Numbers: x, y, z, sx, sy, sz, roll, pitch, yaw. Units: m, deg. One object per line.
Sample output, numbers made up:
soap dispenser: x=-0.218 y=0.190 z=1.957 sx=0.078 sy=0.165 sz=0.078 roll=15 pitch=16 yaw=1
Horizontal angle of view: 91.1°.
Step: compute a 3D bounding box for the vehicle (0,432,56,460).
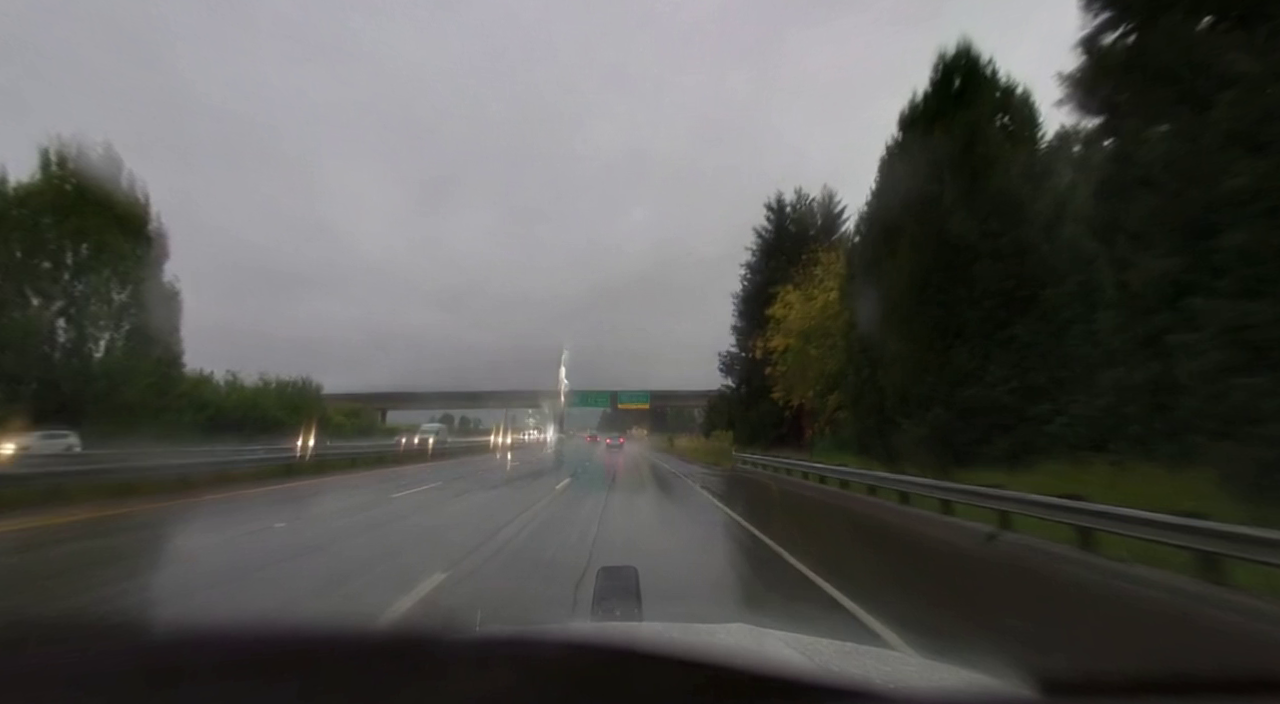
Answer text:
vehicle: x=-34.678 y=5.105 z=34.211 sx=1.746 sy=1.476 sz=4.277 roll=0 pitch=-8 yaw=-2
